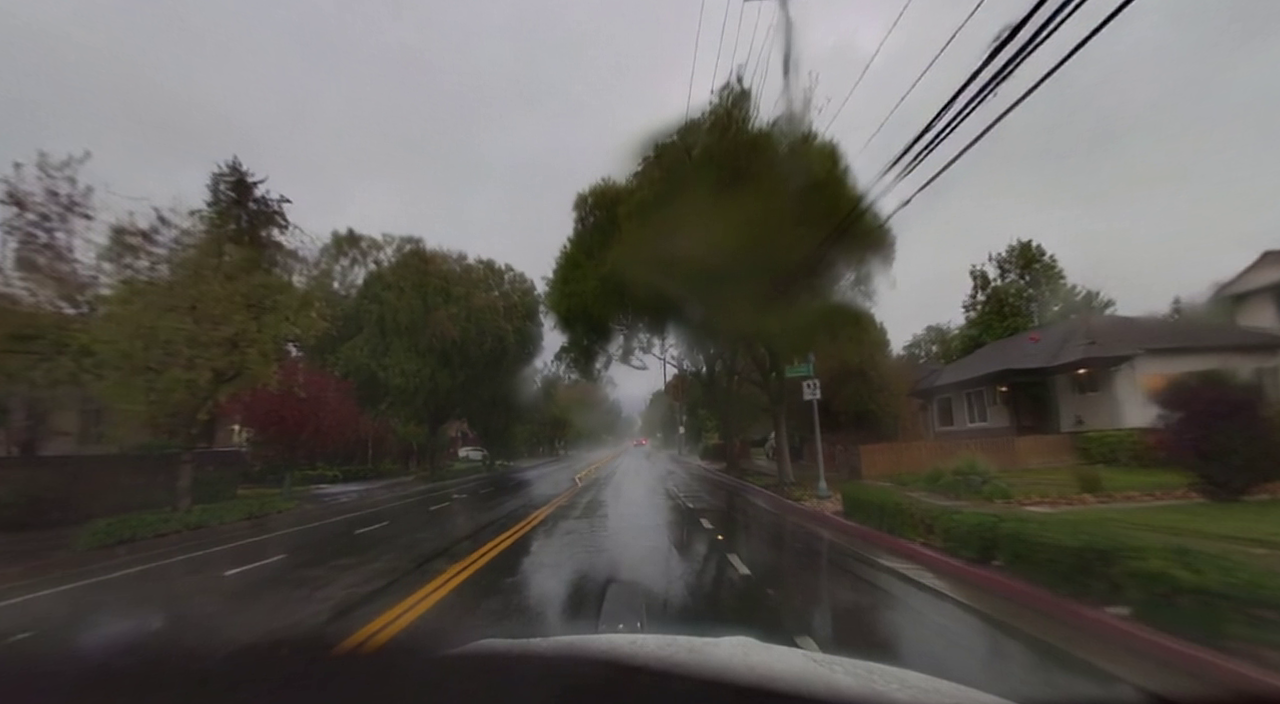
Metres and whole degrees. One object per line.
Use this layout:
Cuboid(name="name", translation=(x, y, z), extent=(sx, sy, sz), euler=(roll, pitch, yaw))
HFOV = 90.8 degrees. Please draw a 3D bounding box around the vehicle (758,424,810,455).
Cuboid(name="vehicle", translation=(9.641, 5.926, 42.788), extent=(2.102, 1.822, 4.802), euler=(-4, -8, -3))
